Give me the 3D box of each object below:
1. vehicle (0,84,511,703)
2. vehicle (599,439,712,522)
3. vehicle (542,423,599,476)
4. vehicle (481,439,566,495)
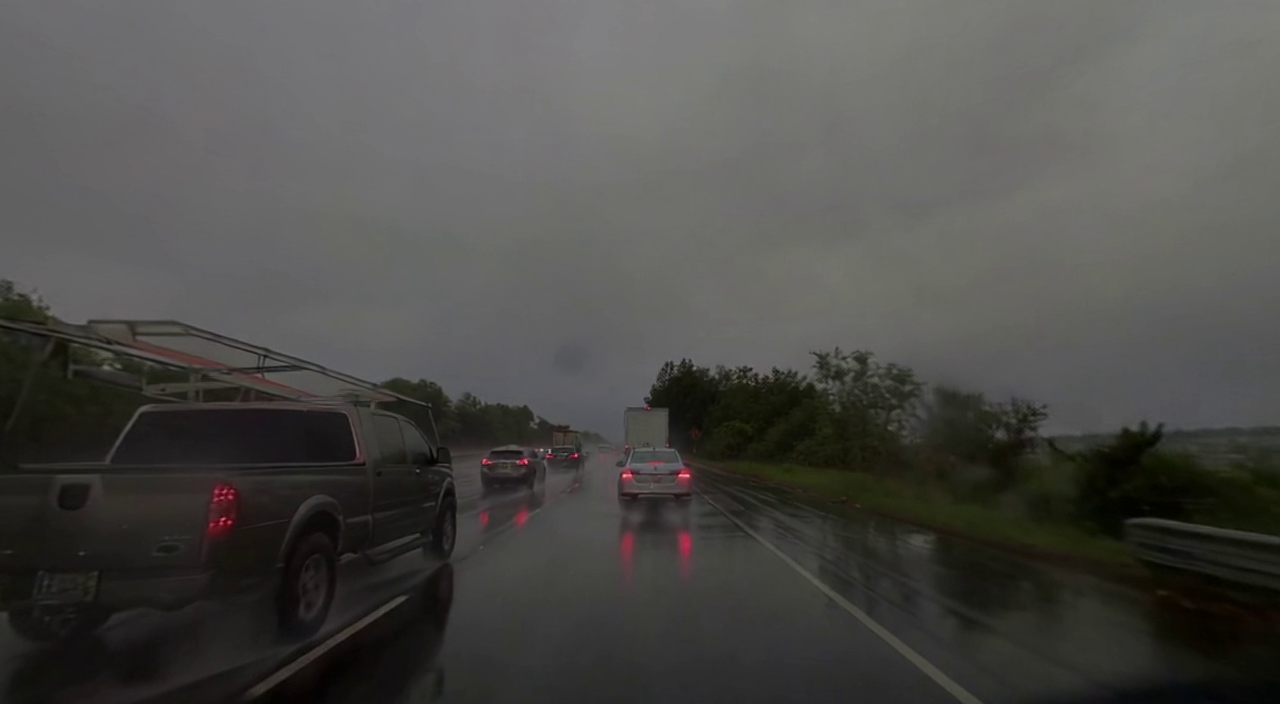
[{"bbox_3d":[-2.998,0.849,5.542,2.289,2.757,6.726,0,-9,0],"label":"vehicle"},{"bbox_3d":[0.266,2.637,13.414,2.063,1.507,3.488,0,-9,-1],"label":"vehicle"},{"bbox_3d":[-3.658,5.316,34.418,2.290,2.613,5.975,0,-9,1],"label":"vehicle"},{"bbox_3d":[-3.650,3.687,20.506,1.963,1.627,3.849,0,-9,1],"label":"vehicle"}]
